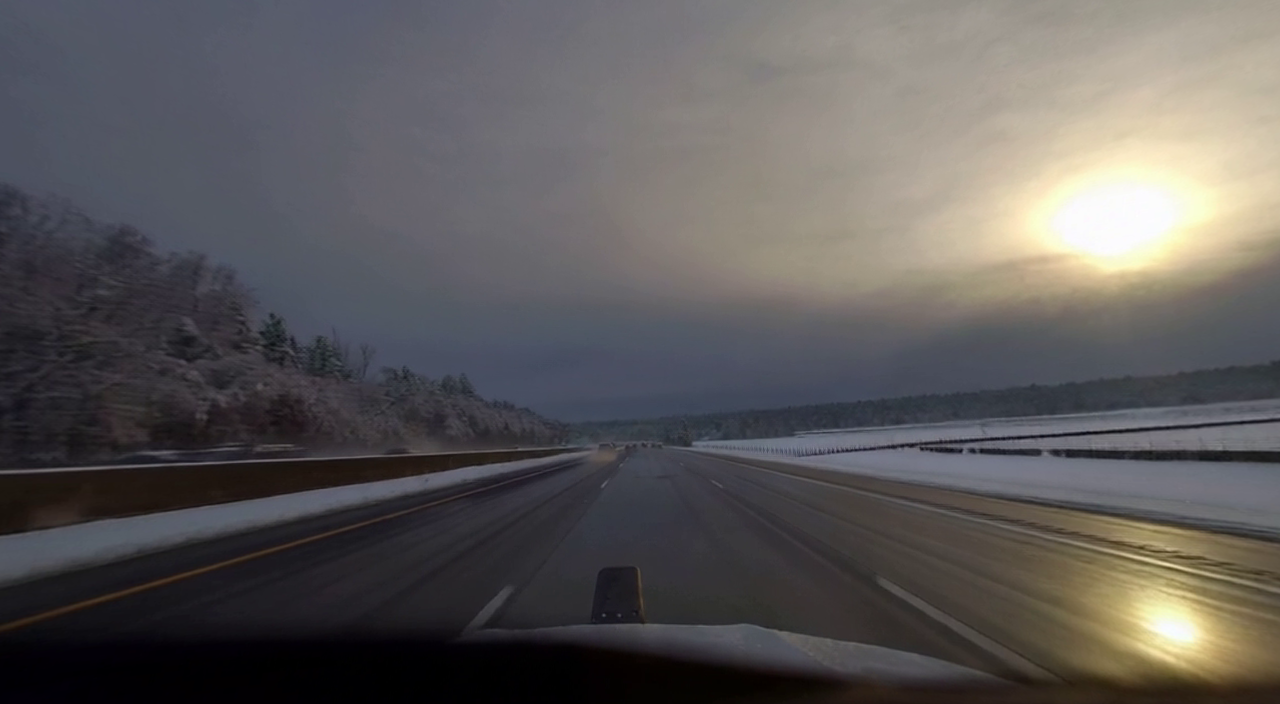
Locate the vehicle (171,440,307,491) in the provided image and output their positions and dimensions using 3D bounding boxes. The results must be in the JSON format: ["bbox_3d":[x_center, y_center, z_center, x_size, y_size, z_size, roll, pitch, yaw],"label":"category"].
[{"bbox_3d":[-16.452,4.635,26.277,2.103,1.793,5.213,-3,-8,2],"label":"vehicle"}]

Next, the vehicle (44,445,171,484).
[{"bbox_3d":[-24.857,5.253,29.676,1.933,1.674,4.573,0,-8,0],"label":"vehicle"}]
